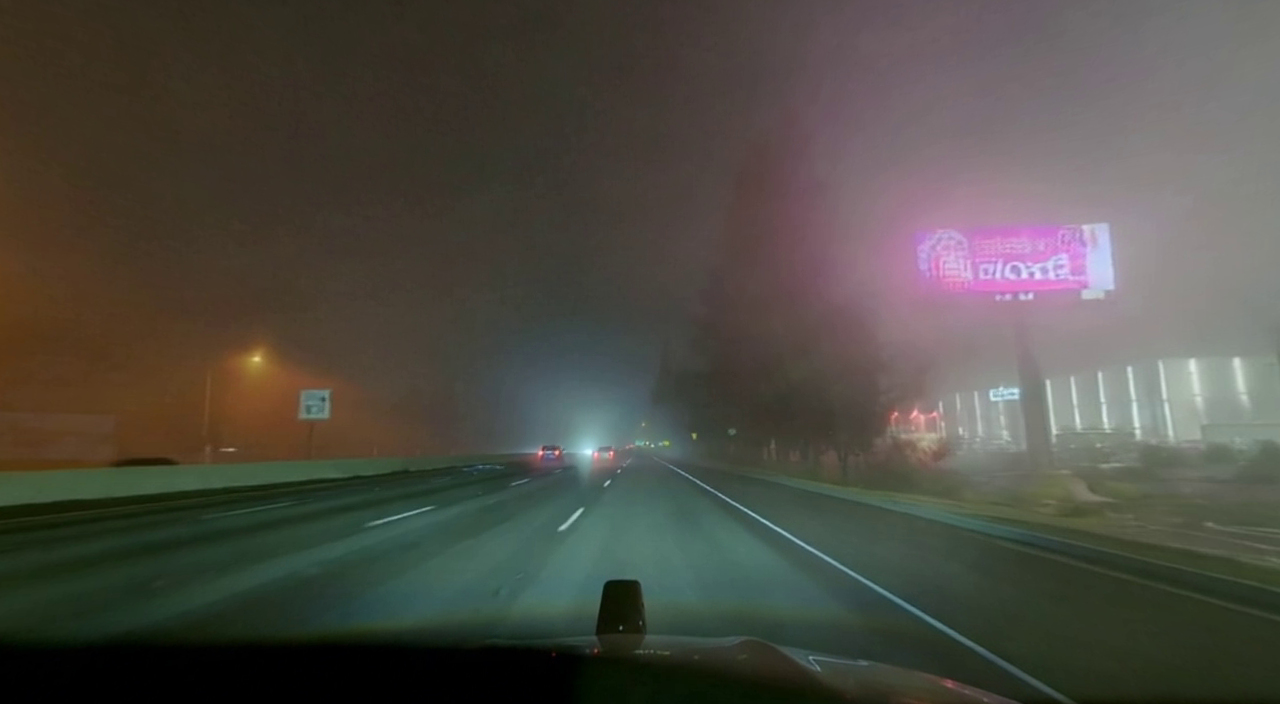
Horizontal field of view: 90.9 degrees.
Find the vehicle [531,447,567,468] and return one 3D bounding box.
[{"bbox_3d":[-6.604,7.670,46.186,1.936,1.462,4.388,0,-8,0],"label":"vehicle"}]
